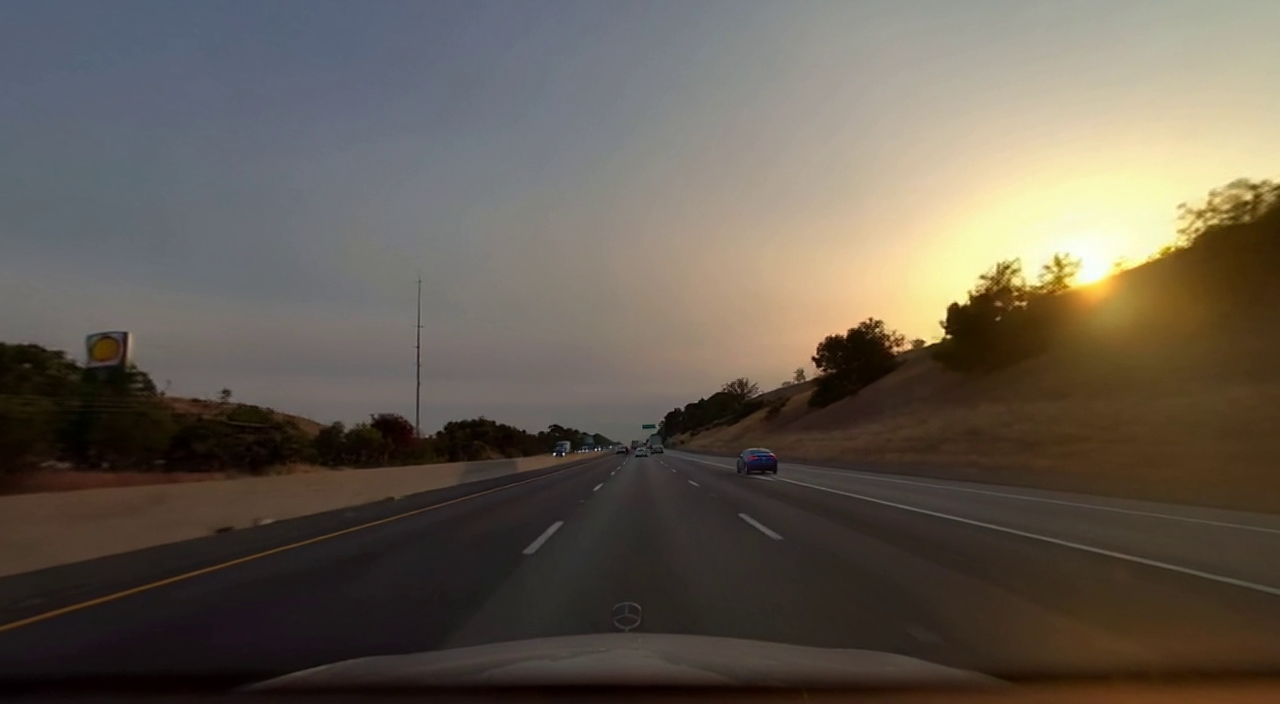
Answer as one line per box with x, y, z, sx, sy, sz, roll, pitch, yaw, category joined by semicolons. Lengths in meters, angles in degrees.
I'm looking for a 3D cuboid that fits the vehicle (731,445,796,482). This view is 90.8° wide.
5.371;4.910;28.003;1.967;1.472;3.751;0;-9;-3;vehicle
